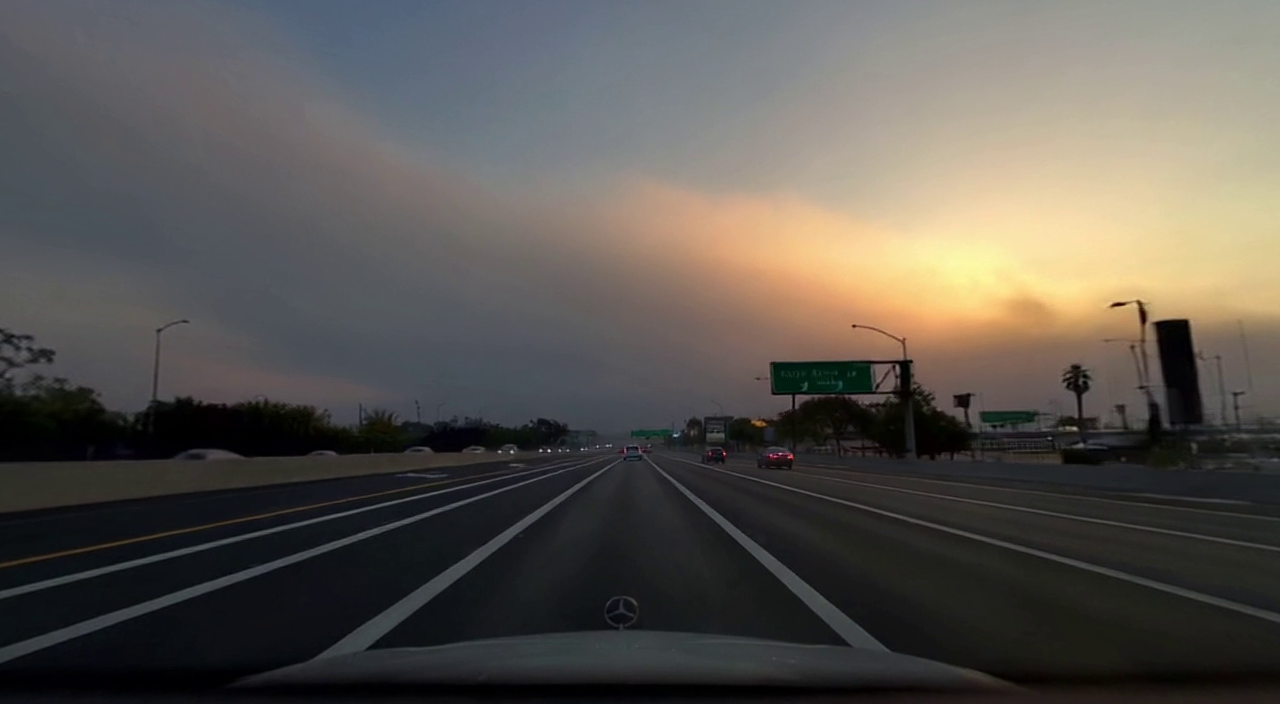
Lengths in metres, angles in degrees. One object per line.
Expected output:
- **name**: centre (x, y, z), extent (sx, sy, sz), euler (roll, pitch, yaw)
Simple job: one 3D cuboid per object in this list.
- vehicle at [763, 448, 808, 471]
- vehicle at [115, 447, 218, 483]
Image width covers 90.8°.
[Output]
- **vehicle**: centre (10.022, 7.415, 43.842), extent (1.953, 1.473, 4.512), euler (0, -9, -2)
- **vehicle**: centre (-23.241, 5.510, 31.256), extent (1.825, 1.553, 4.332), euler (0, -8, -2)
